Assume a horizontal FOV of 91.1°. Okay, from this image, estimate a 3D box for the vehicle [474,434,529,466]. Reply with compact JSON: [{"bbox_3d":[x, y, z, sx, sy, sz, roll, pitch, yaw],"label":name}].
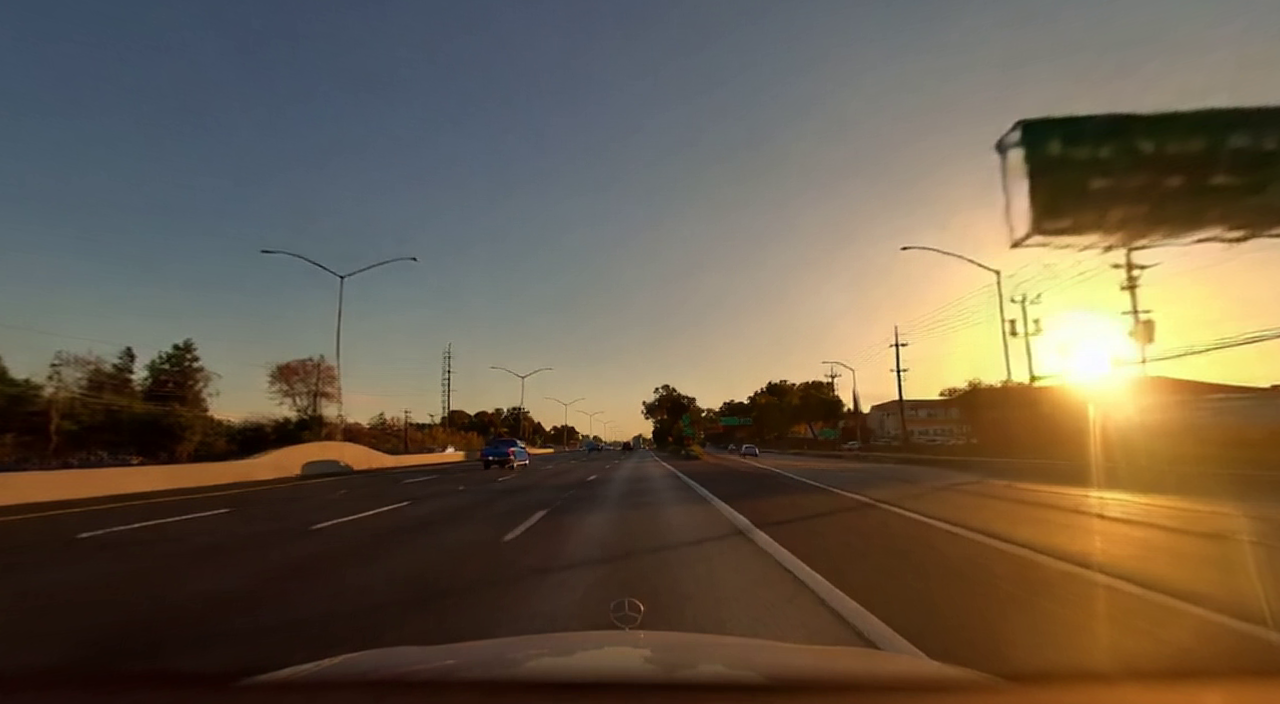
[{"bbox_3d":[-10.246,7.309,47.119,2.667,2.213,6.081,0,-8,0],"label":"vehicle"}]
